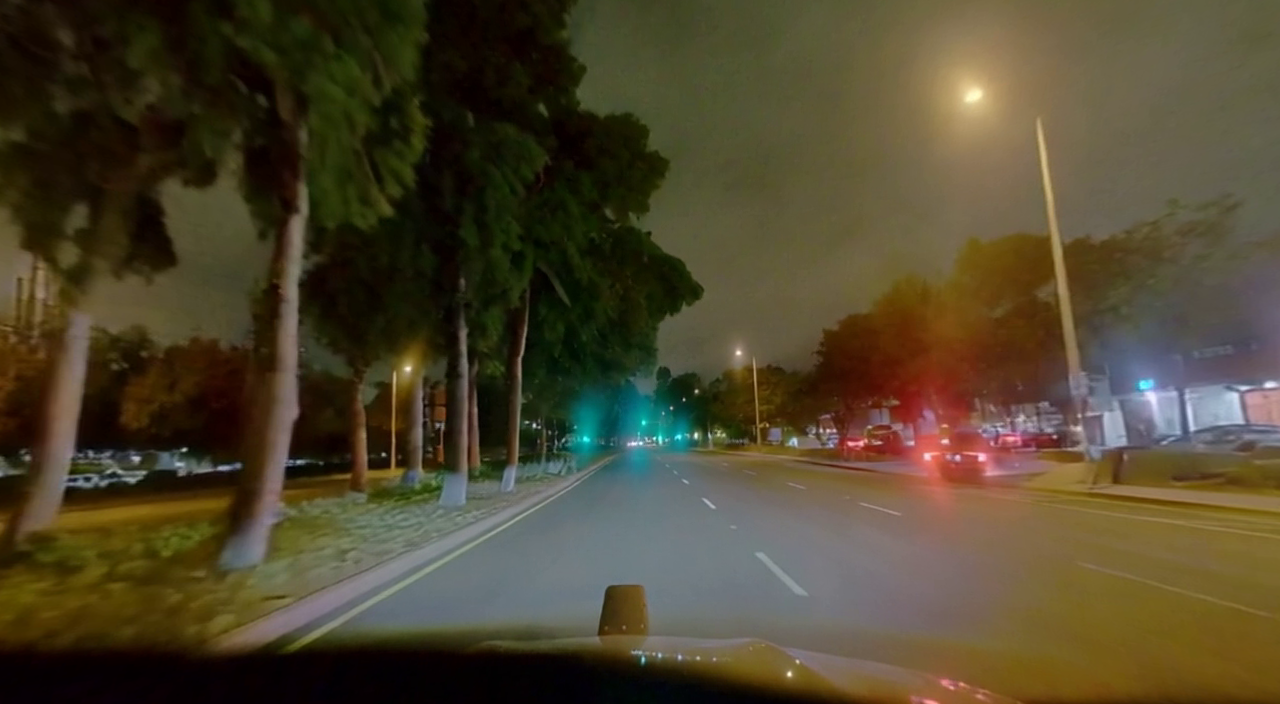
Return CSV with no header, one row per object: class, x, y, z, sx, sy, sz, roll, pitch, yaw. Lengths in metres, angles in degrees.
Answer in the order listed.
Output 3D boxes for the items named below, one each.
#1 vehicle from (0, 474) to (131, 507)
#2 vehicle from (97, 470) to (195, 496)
vehicle,-30.953,7.457,34.182,4.735,1.468,2.047,4,-9,-25
vehicle,-31.097,8.283,39.853,4.377,1.424,1.936,3,-9,-18
